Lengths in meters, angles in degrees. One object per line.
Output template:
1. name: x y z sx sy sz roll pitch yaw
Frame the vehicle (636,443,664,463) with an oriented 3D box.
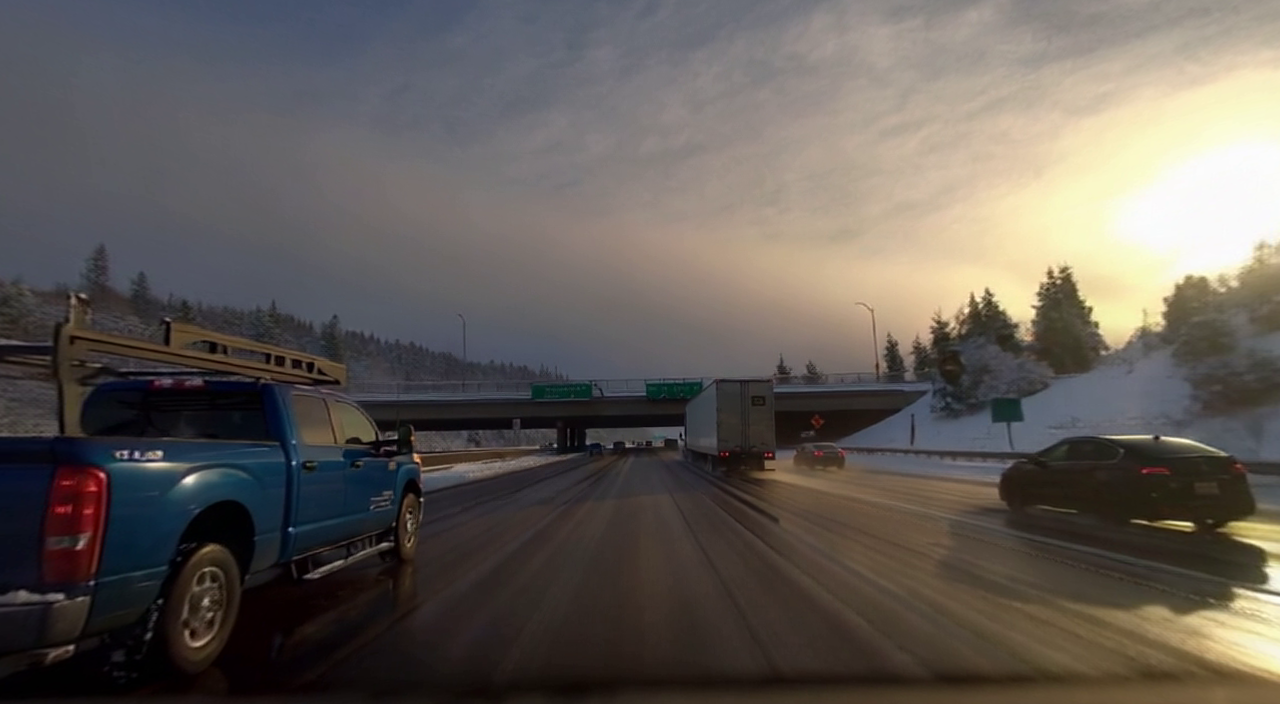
1. vehicle: 0.780 7.962 49.745 2.092 1.446 4.092 0 -8 0

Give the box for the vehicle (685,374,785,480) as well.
1. vehicle: 4.081 3.807 30.687 2.885 4.036 12.891 0 -8 0

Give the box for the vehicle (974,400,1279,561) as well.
1. vehicle: 7.125 1.714 9.122 1.999 1.700 4.640 0 -8 0

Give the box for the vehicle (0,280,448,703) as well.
1. vehicle: -3.913 1.163 5.342 2.599 2.054 6.288 0 -8 0

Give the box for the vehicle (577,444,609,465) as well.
1. vehicle: -3.444 7.619 47.169 2.077 1.446 4.106 0 -8 0
